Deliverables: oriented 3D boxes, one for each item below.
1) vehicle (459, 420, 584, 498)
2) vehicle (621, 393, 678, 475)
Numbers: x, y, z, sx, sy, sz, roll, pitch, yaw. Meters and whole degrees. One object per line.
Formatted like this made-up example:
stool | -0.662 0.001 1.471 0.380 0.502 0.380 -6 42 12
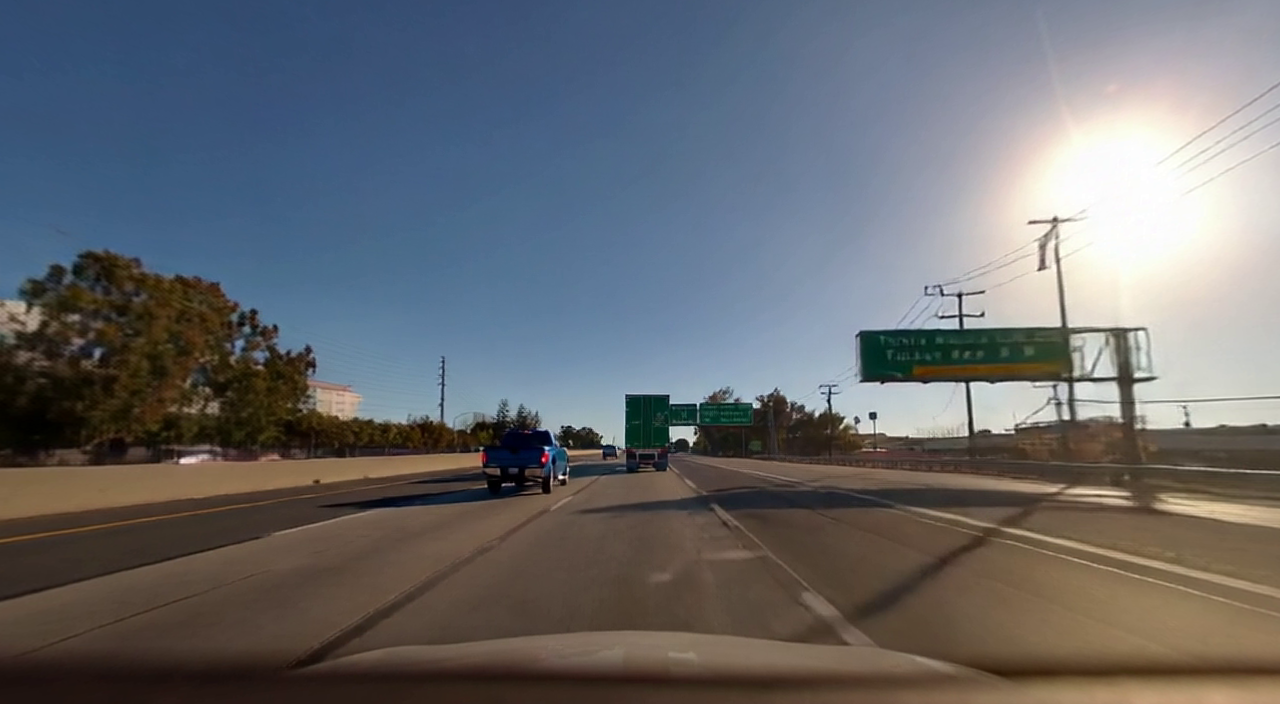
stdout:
vehicle | -3.579 3.438 20.806 2.749 2.141 6.515 0 -8 1
vehicle | 0.580 5.062 38.206 2.879 4.085 13.125 0 -8 1
